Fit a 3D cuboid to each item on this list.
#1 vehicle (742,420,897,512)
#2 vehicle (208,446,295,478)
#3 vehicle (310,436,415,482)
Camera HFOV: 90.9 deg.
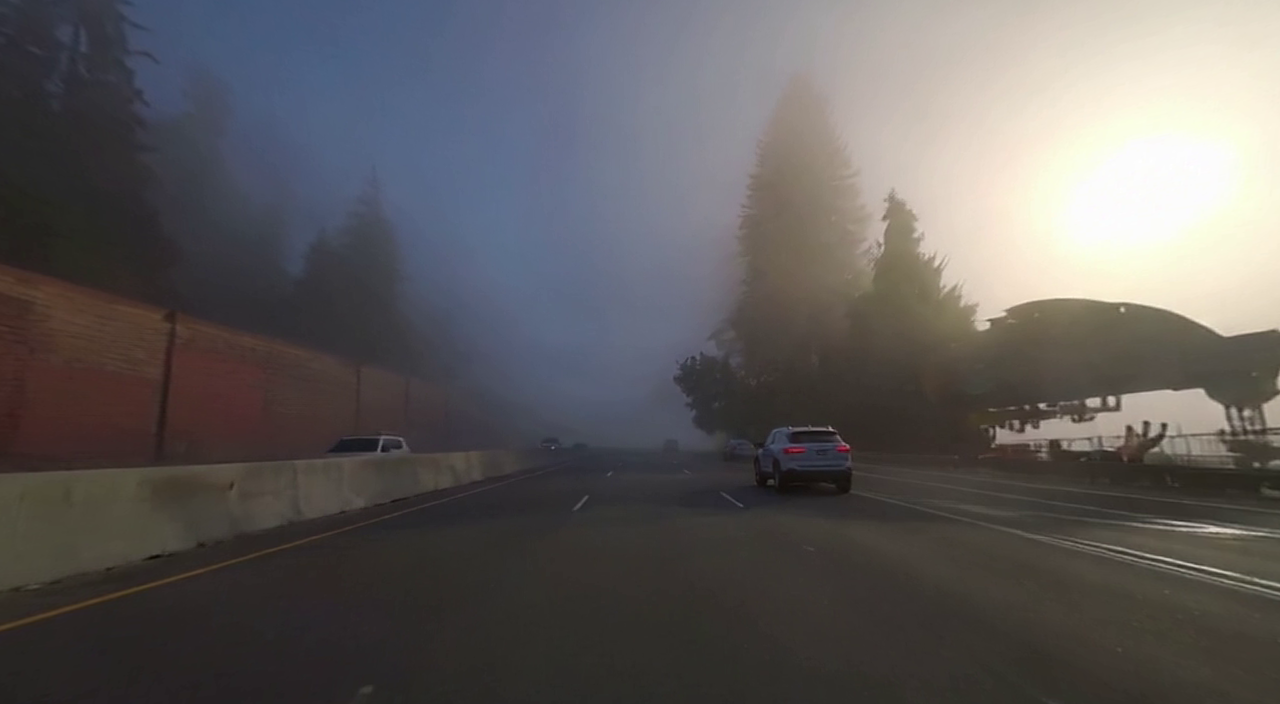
[{"bbox_3d":[3.901,2.579,14.755,2.190,1.783,4.637,0,-8,-1],"label":"vehicle"},{"bbox_3d":[-21.706,6.129,35.469,2.108,1.664,4.363,0,-8,0],"label":"vehicle"},{"bbox_3d":[-10.842,4.195,25.072,2.115,1.642,4.503,0,-8,0],"label":"vehicle"}]
